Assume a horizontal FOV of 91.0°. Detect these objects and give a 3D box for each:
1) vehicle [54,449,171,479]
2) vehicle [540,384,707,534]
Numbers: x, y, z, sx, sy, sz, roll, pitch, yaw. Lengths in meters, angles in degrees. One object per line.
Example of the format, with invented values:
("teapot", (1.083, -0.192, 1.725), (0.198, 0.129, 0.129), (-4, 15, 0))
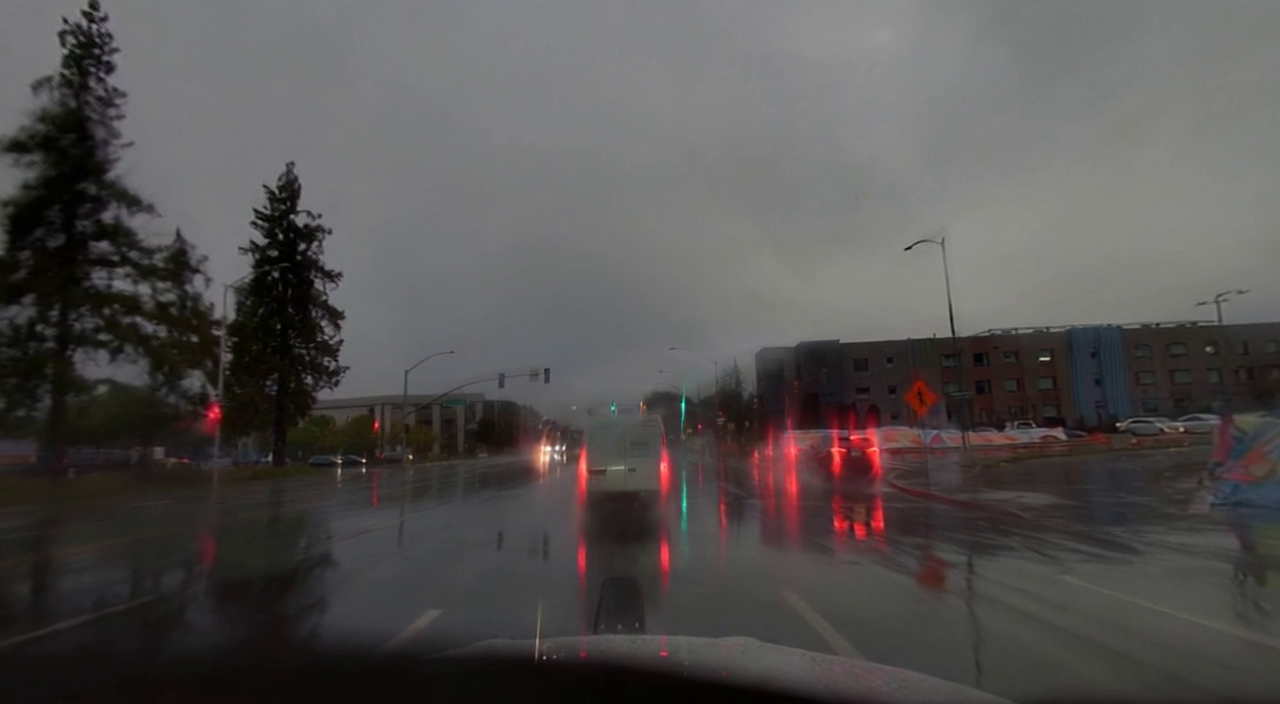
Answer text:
("vehicle", (-36.084, 7.669, 43.168), (5.755, 1.945, 2.403), (0, -8, -1))
("vehicle", (-0.388, 1.934, 11.909), (2.350, 2.122, 5.801), (0, -8, -3))
